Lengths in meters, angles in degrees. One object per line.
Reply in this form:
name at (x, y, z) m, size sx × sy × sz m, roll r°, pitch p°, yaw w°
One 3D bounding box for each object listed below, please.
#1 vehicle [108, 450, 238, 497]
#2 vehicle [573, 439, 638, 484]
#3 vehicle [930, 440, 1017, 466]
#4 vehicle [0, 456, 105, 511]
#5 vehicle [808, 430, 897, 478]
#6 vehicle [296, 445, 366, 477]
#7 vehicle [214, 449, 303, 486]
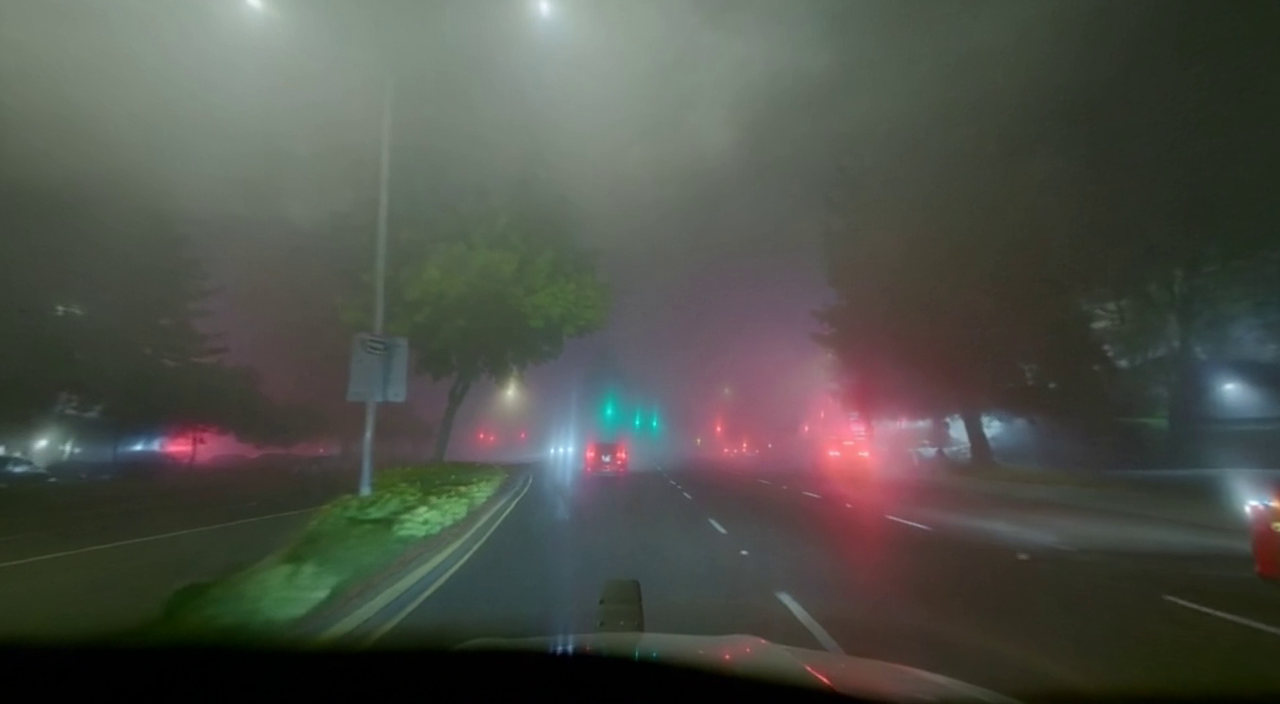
vehicle at (-19.112, 4.941, 26.168) m, size 1.896 × 1.620 × 4.542 m, roll -2°, pitch -8°, yaw 1°
vehicle at (-1.272, 3.949, 23.141) m, size 2.185 × 1.473 × 3.925 m, roll 0°, pitch -8°, yaw -4°
vehicle at (19.499, 5.881, 36.979) m, size 4.212 × 1.436 × 1.919 m, roll -6°, pitch -10°, yaw 34°
vehicle at (-19.265, 3.925, 18.887) m, size 2.083 × 1.481 × 5.103 m, roll 0°, pitch -8°, yaw 0°
vehicle at (10.261, 4.950, 31.084) m, size 2.266 × 2.118 × 5.742 m, roll 0°, pitch -8°, yaw -1°
vehicle at (-19.035, 6.730, 39.218) m, size 2.027 × 1.831 × 4.644 m, roll 0°, pitch -8°, yaw -1°
vehicle at (-19.332, 5.810, 32.258) m, size 1.905 × 1.698 × 4.408 m, roll 0°, pitch -8°, yaw -2°
